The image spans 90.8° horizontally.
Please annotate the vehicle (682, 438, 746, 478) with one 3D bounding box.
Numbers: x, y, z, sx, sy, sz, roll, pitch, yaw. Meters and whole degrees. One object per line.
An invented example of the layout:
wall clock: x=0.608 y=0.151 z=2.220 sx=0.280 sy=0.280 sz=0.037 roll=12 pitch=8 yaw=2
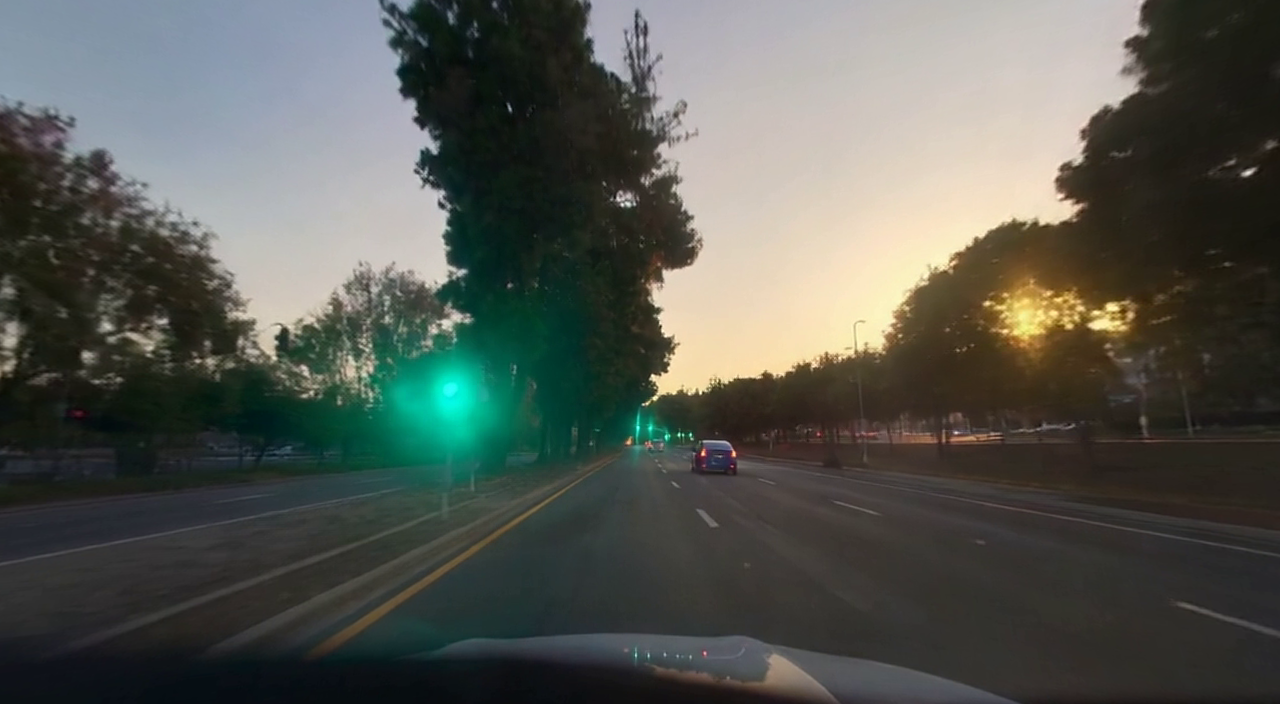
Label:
vehicle: x=2.960 y=4.352 z=26.173 sx=2.056 sy=1.483 sz=4.091 roll=0 pitch=-8 yaw=-1
